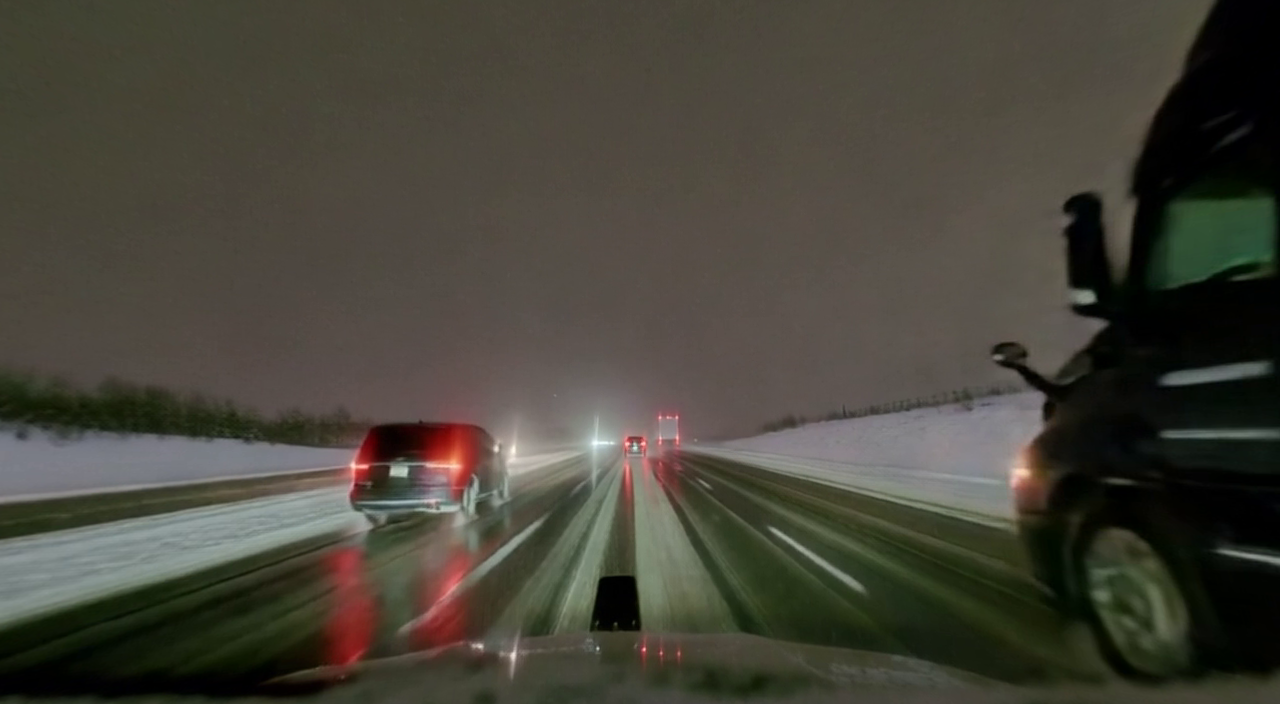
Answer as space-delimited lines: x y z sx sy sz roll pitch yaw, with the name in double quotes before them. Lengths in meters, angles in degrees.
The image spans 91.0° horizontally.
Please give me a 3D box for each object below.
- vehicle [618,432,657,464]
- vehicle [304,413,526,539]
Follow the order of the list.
"vehicle" -0.252 6.410 42.261 2.456 2.007 4.728 0 -8 -2
"vehicle" -3.599 2.077 11.218 2.326 1.761 4.450 -1 -8 0
